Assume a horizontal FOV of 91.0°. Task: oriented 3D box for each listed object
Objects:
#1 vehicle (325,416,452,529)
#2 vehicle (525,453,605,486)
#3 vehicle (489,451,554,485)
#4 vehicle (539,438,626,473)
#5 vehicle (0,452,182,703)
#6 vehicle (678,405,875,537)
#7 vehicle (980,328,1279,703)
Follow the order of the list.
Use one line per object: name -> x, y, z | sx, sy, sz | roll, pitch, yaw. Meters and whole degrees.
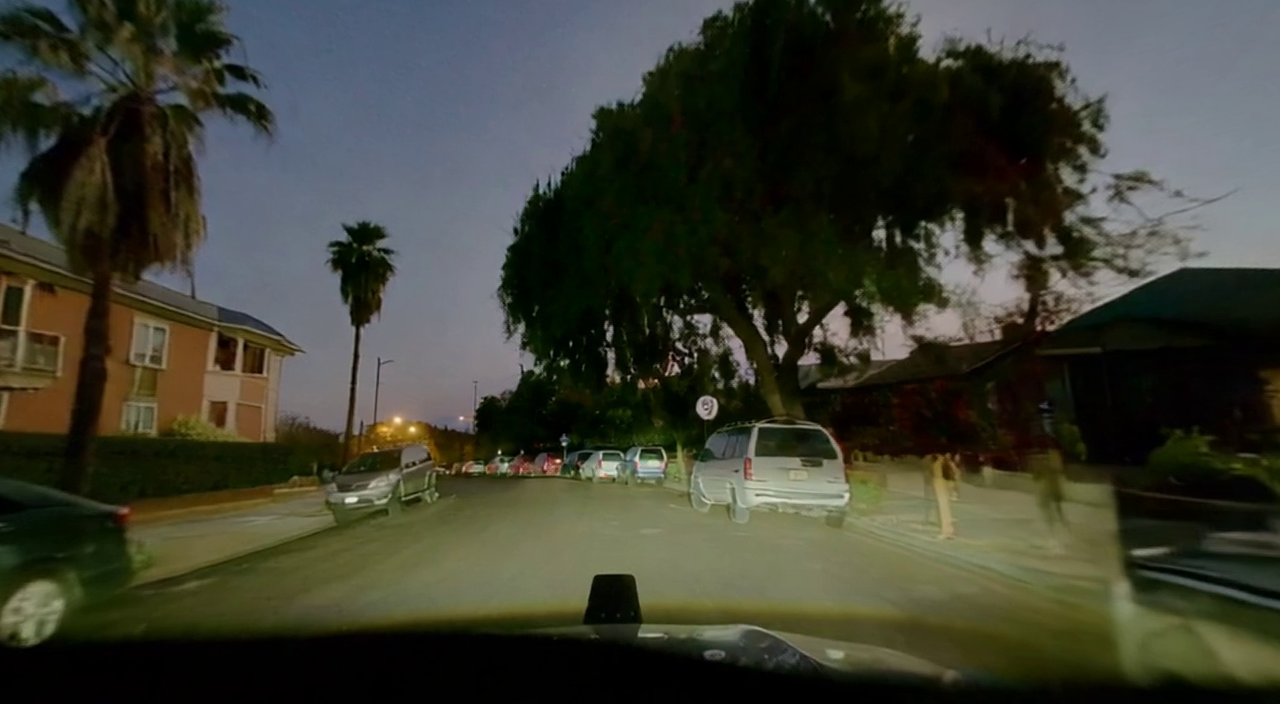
vehicle -> -6.704, 3.239, 17.541 | 2.337, 2.289, 6.092 | -6, -8, -15
vehicle -> -3.932, 5.939, 32.193 | 2.108, 1.503, 4.977 | 5, -10, -31
vehicle -> -6.980, 6.684, 36.681 | 1.918, 1.753, 4.655 | 6, -10, -35
vehicle -> -3.942, 7.101, 43.381 | 5.510, 2.121, 2.129 | 0, -9, 14
vehicle -> -4.841, 1.238, 2.909 | 1.908, 1.482, 4.612 | 0, -8, 1
vehicle -> 2.266, 2.181, 12.169 | 2.139, 1.997, 4.864 | 1, -9, -7
vehicle -> 2.681, 0.656, 0.852 | 2.076, 1.658, 4.604 | 0, -9, 4
